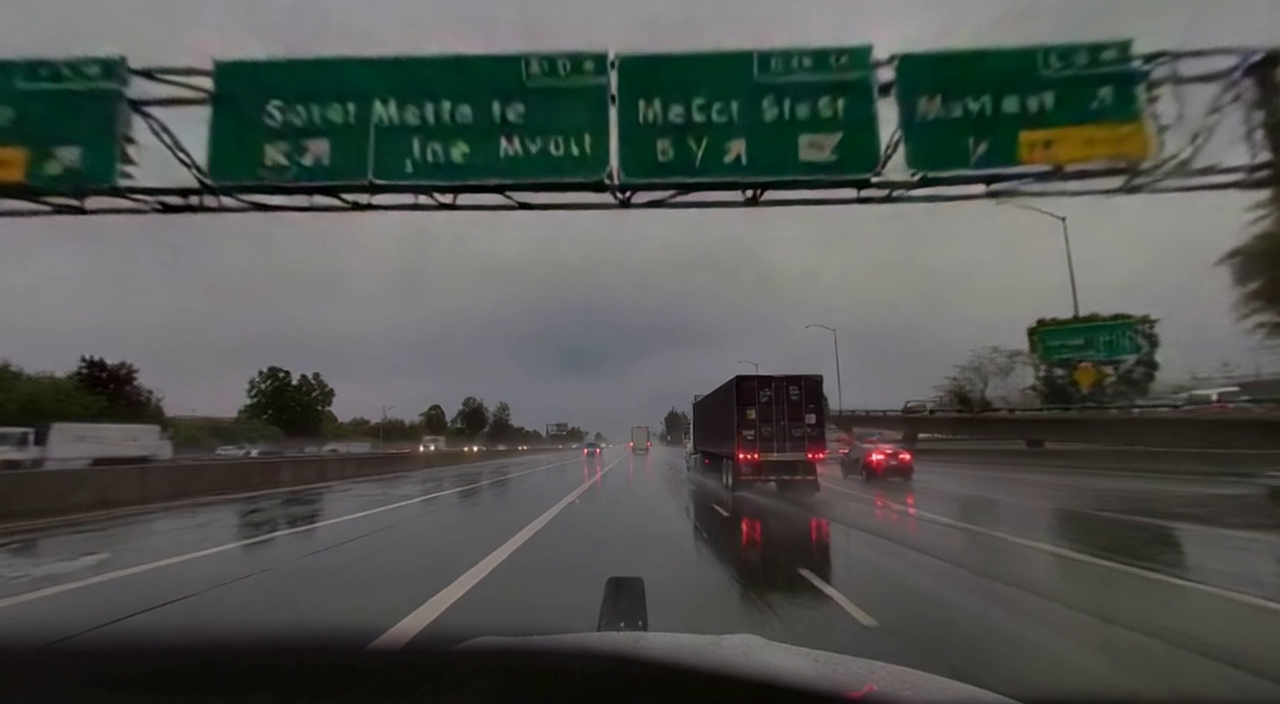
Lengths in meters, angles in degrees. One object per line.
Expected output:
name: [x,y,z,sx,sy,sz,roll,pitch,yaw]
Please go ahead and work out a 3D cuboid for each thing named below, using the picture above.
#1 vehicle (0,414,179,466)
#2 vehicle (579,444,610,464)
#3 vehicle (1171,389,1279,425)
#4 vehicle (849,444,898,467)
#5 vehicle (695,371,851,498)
vehicle: [-34.406,5.462,38.511,2.707,2.682,12.974,0,-8,-1]
vehicle: [-3.572,8.086,49.882,2.143,1.529,4.918,0,-9,-1]
vehicle: [28.545,2.713,30.309,1.928,1.603,4.315,1,-7,-2]
vehicle: [17.458,7.757,47.071,2.021,1.549,4.322,1,-9,0]
vehicle: [4.006,2.969,22.156,3.049,3.395,10.595,0,-9,-1]
